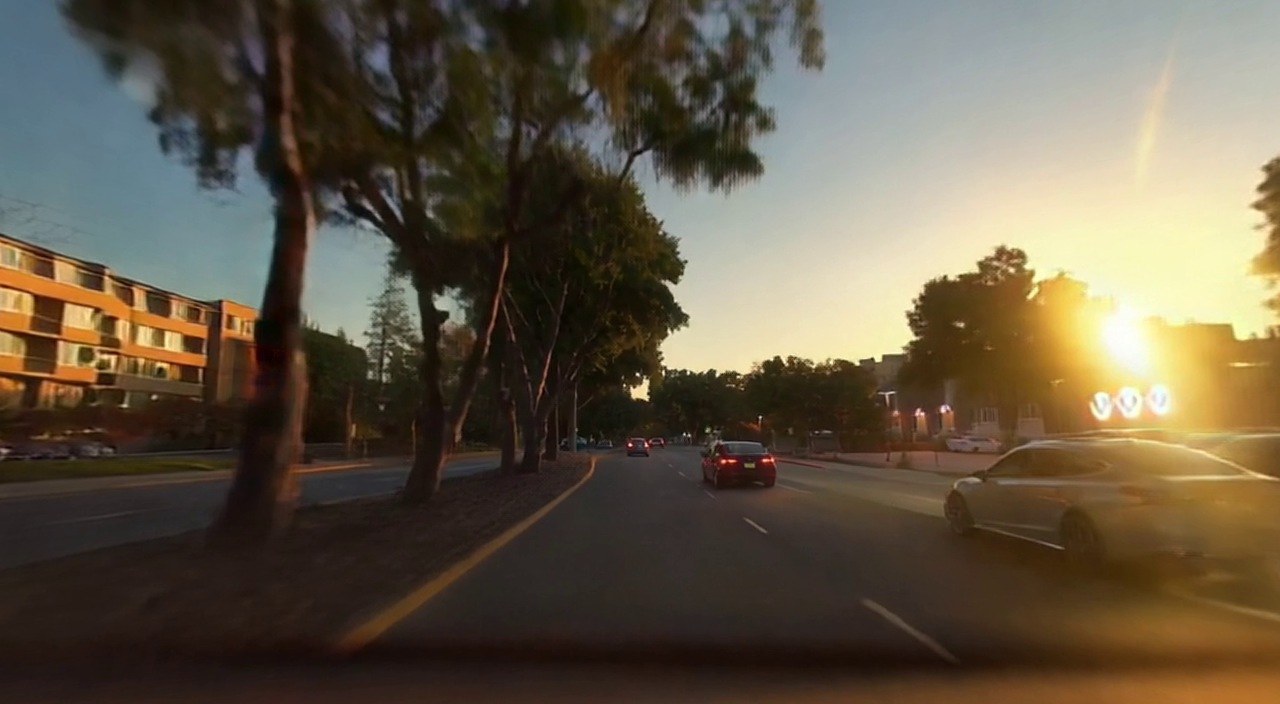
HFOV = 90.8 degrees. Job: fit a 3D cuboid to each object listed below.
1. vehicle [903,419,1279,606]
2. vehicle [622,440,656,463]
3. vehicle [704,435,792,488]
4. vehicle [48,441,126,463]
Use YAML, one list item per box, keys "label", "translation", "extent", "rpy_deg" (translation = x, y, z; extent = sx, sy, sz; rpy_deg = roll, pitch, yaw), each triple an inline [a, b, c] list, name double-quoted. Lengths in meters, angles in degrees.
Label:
- label: "vehicle"
  translation: [5.392, 1.668, 7.633]
  extent: [2.098, 1.507, 4.655]
  rpy_deg: [1, -8, -5]
- label: "vehicle"
  translation: [-0.115, 6.504, 41.439]
  extent: [2.095, 1.456, 3.873]
  rpy_deg: [0, -8, -1]
- label: "vehicle"
  translation: [3.415, 3.562, 20.940]
  extent: [1.953, 1.514, 4.672]
  rpy_deg: [0, -8, -1]
- label: "vehicle"
  translation: [-37.910, 6.885, 43.352]
  extent: [3.747, 1.422, 1.643]
  rpy_deg: [1, -9, -1]
